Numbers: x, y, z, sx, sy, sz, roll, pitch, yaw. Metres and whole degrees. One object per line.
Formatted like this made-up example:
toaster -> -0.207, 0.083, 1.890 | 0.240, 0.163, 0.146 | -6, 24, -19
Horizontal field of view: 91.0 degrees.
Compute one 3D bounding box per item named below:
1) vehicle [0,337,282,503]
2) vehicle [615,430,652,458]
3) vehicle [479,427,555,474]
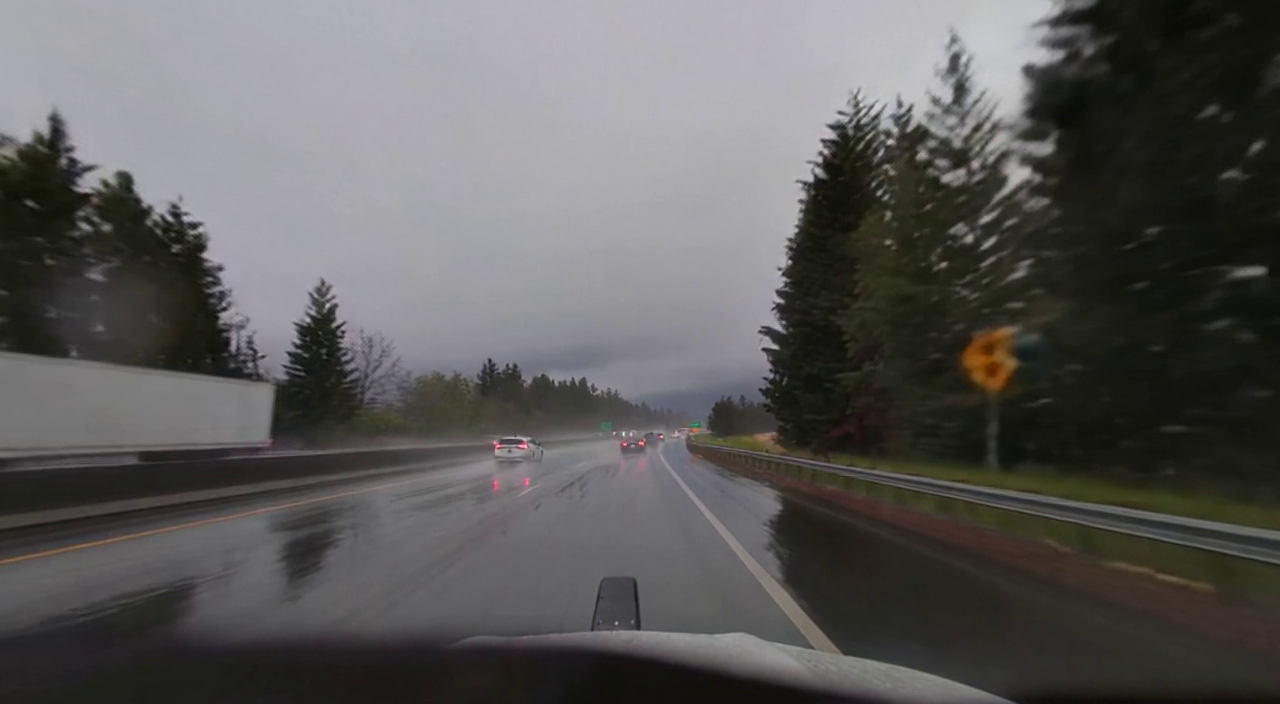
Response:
vehicle -> -17.564, 2.396, 20.560 | 3.215, 4.104, 14.389 | -1, -8, 0
vehicle -> -0.413, 5.758, 39.430 | 2.146, 1.636, 4.026 | 0, -8, -1
vehicle -> -4.709, 3.852, 24.803 | 2.075, 1.653, 4.317 | -1, -8, 1
